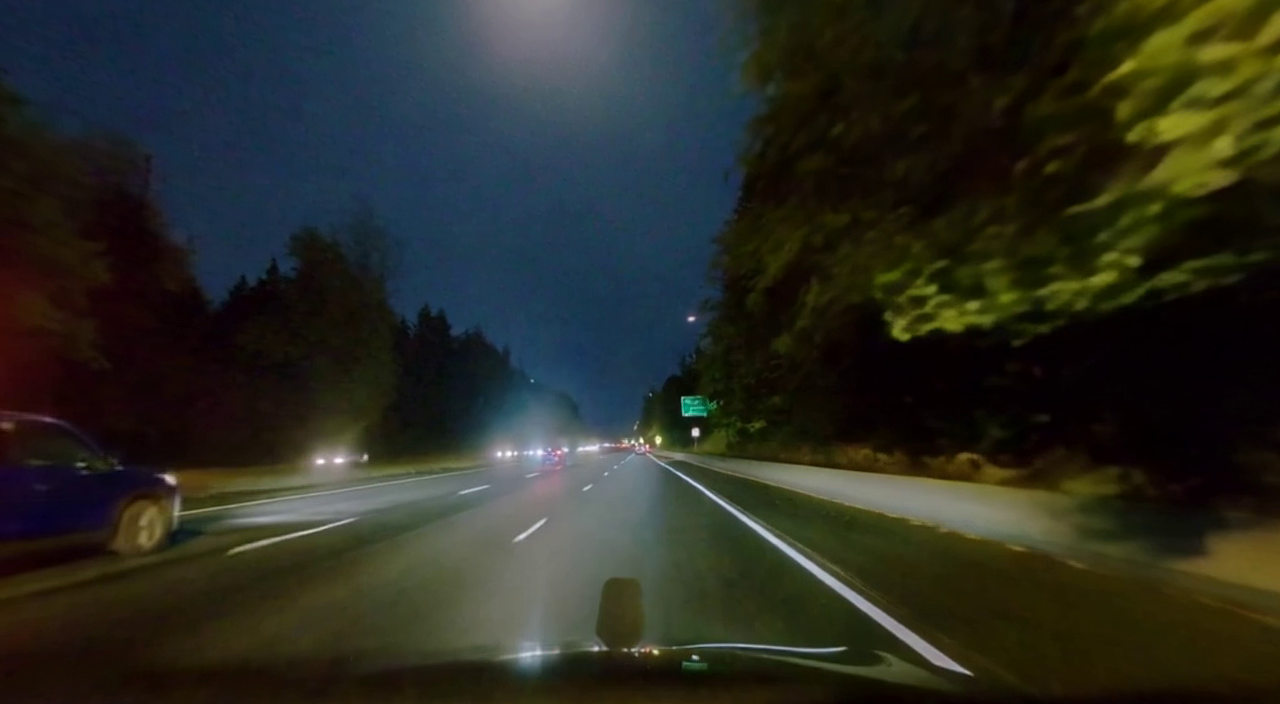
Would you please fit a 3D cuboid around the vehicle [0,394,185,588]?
[{"bbox_3d":[-7.165,1.307,5.904,2.253,1.815,4.618,0,-9,1],"label":"vehicle"}]

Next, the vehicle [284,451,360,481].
[{"bbox_3d":[-17.539,6.278,35.017,1.847,1.484,4.412,0,-9,1],"label":"vehicle"}]
